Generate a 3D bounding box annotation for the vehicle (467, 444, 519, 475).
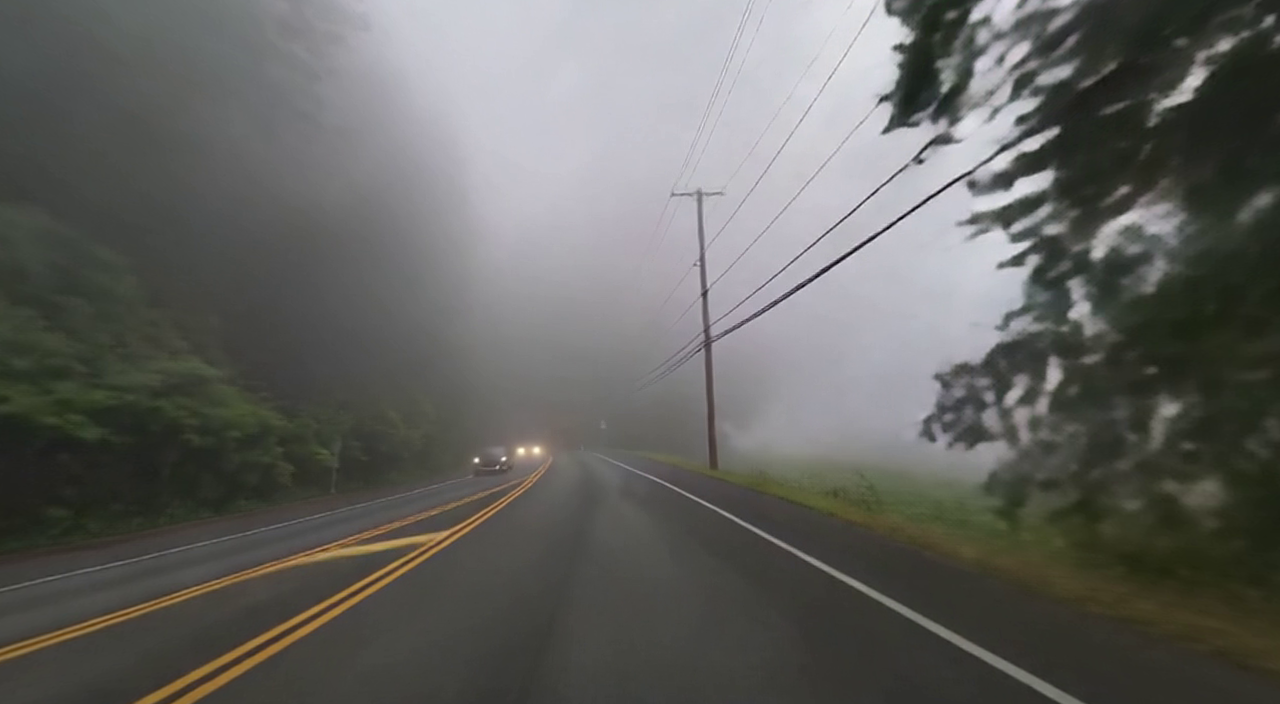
[{"bbox_3d":[-8.233,6.037,35.766,2.099,1.640,4.555,0,-8,-3],"label":"vehicle"}]
